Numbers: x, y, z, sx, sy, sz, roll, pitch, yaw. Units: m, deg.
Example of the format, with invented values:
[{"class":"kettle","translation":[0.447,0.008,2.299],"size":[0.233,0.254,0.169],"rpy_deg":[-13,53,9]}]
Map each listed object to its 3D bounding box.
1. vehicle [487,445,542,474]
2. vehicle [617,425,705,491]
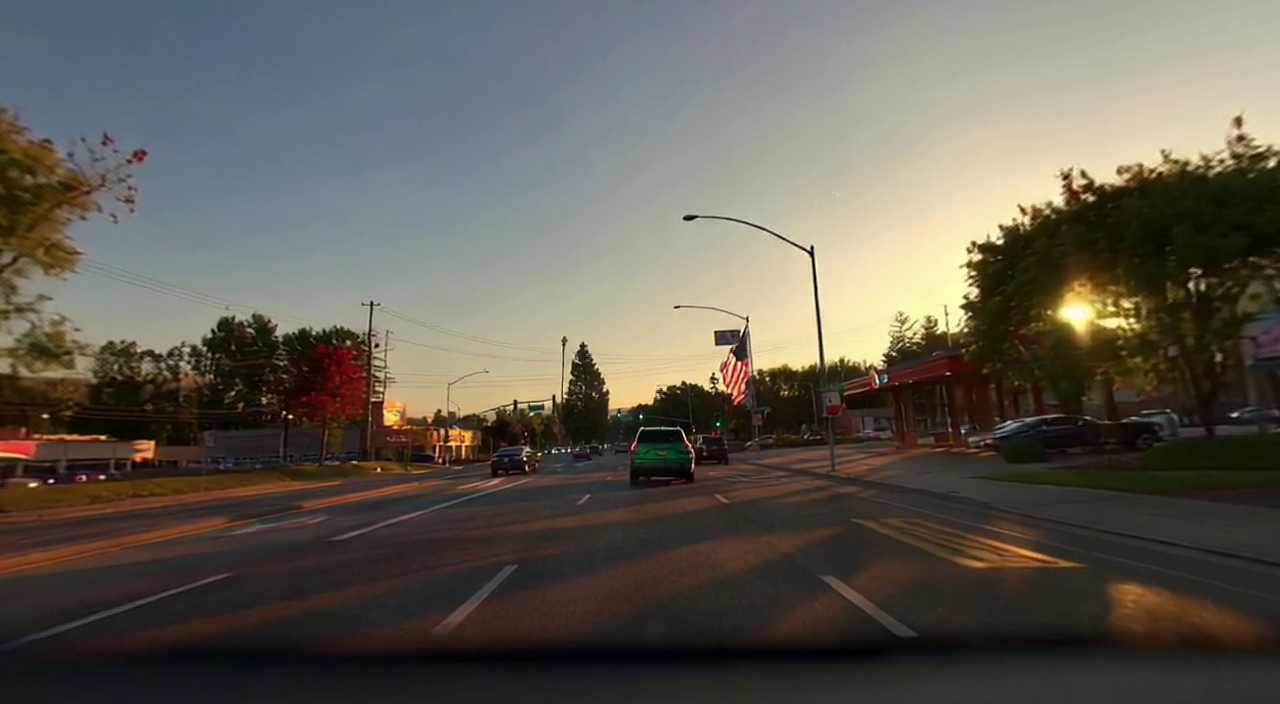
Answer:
[{"class":"vehicle","translation":[-6.628,5.711,33.852],"size":[1.966,1.461,4.422],"rpy_deg":[0,-8,1]},{"class":"vehicle","translation":[0.584,3.390,20.630],"size":[2.513,1.854,5.235],"rpy_deg":[0,-8,0]}]
